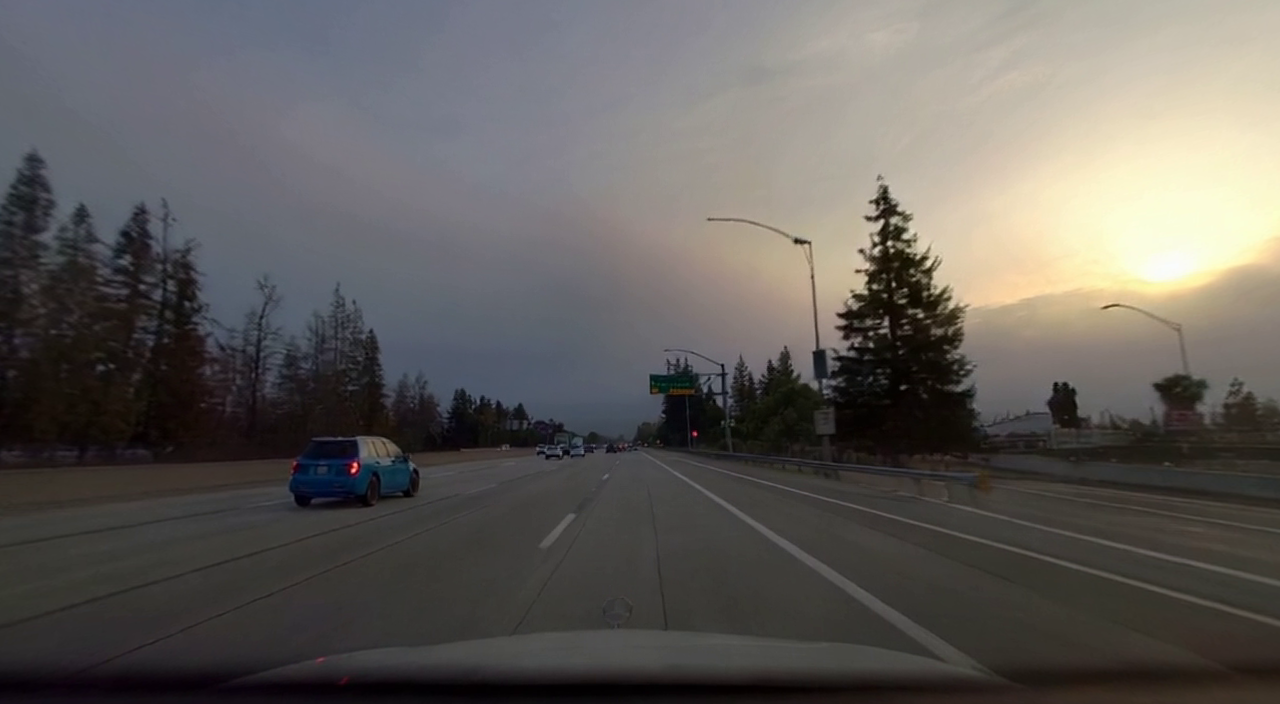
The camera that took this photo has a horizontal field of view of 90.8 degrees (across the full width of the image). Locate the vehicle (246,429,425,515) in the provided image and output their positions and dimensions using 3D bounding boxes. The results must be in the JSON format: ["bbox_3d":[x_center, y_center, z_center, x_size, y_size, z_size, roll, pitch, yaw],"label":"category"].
[{"bbox_3d":[-7.106,2.846,15.439,2.146,1.766,4.502,0,-9,-1],"label":"vehicle"}]
